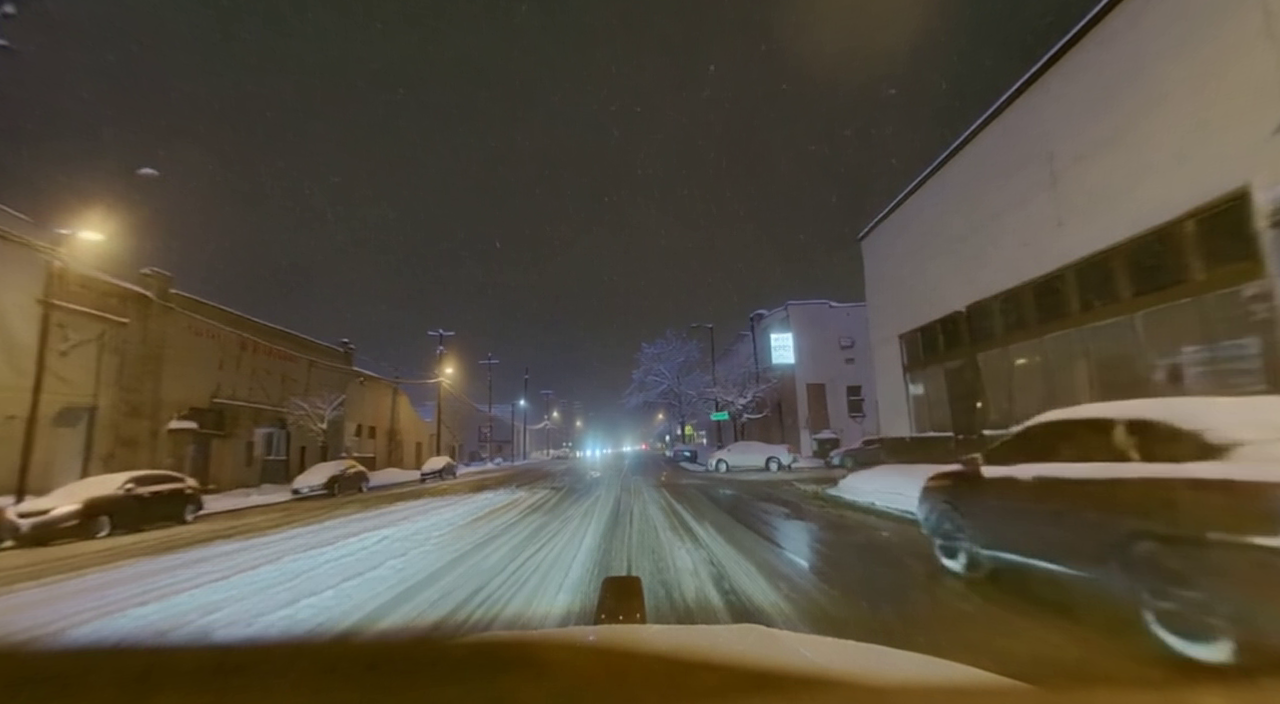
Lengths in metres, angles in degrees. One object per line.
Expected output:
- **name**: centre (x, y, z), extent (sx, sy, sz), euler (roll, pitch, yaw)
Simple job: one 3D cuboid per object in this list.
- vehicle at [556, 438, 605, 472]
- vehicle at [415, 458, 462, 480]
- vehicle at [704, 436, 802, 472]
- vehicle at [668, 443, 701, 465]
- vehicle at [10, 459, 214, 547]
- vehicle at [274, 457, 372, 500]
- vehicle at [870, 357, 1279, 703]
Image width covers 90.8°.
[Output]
- **vehicle**: centre (-3.398, 6.028, 37.100), extent (2.348, 1.831, 4.737), euler (0, -8, 0)
- **vehicle**: centre (-15.695, 9.086, 49.430), extent (2.073, 1.492, 4.687), euler (0, -8, 0)
- **vehicle**: centre (5.357, 4.926, 30.538), extent (4.474, 1.632, 2.234), euler (-1, -8, 5)
- **vehicle**: centre (3.265, 7.586, 47.026), extent (2.007, 1.558, 4.464), euler (0, -8, -2)
- **vehicle**: centre (-15.323, 4.310, 18.772), extent (2.081, 1.791, 4.799), euler (-6, -7, -1)
- **vehicle**: centre (-15.423, 6.156, 31.130), extent (1.966, 1.760, 5.423), euler (-1, -8, 1)
- **vehicle**: centre (3.821, 1.166, 4.802), extent (2.048, 1.658, 5.559), euler (0, -8, 0)
